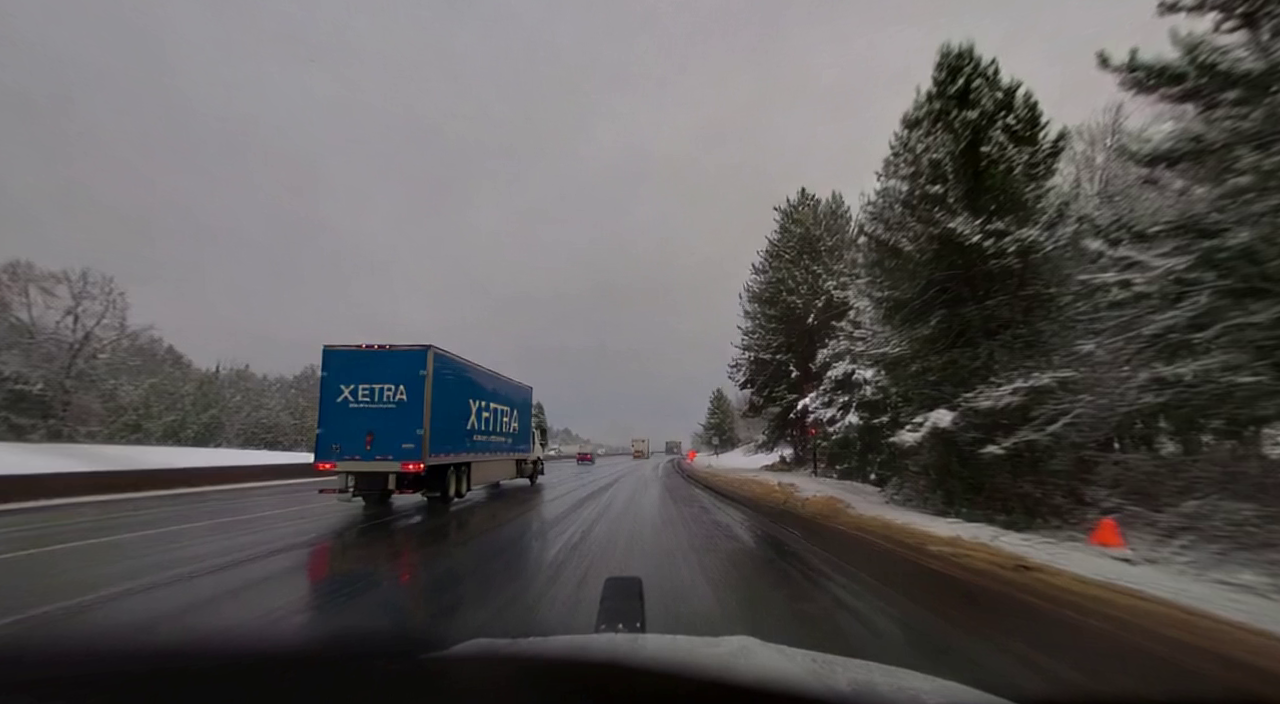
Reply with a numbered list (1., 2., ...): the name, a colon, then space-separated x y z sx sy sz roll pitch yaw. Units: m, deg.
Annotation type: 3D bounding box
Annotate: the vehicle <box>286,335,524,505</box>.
1. vehicle: -6.479 2.295 19.839 3.183 4.011 9.617 0 -8 4
